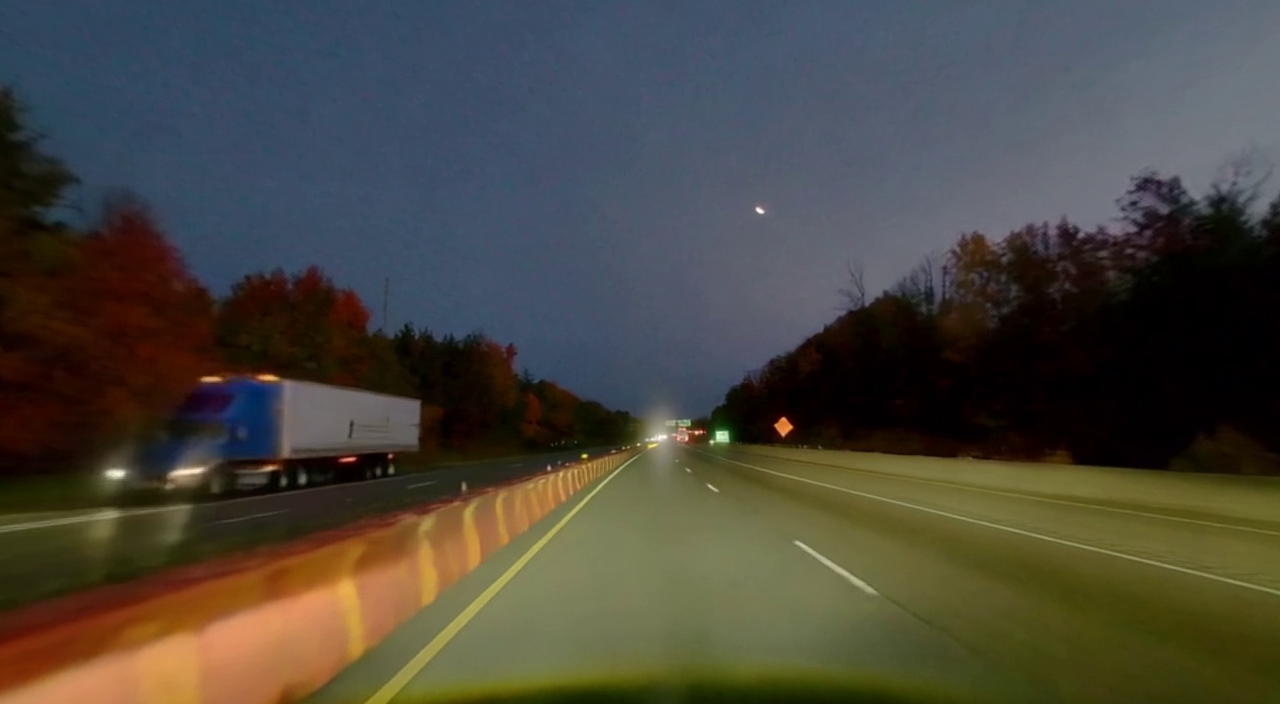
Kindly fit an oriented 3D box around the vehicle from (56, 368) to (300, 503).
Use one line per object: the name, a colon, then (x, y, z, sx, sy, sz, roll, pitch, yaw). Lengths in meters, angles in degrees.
vehicle: (-14.692, 2.789, 20.874, 3.094, 3.803, 6.248, 0, -8, 1)
